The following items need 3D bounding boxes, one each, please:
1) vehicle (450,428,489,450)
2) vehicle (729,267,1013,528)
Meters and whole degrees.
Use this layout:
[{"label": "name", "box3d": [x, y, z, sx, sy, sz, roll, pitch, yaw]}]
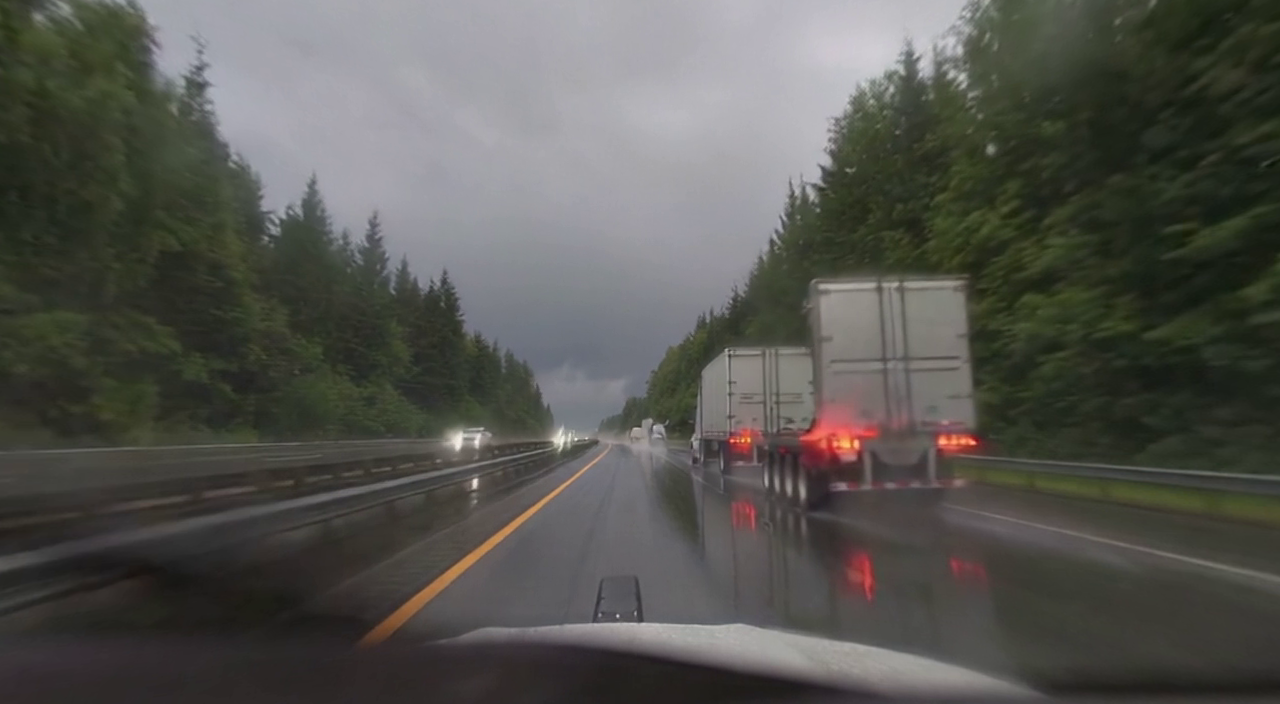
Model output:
[{"label": "vehicle", "box3d": [-12.818, 6.587, 47.720, 1.885, 1.570, 4.173, 0, -8, -1]}, {"label": "vehicle", "box3d": [4.095, 1.207, 13.929, 2.861, 3.991, 8.583, 0, -8, -1]}]
